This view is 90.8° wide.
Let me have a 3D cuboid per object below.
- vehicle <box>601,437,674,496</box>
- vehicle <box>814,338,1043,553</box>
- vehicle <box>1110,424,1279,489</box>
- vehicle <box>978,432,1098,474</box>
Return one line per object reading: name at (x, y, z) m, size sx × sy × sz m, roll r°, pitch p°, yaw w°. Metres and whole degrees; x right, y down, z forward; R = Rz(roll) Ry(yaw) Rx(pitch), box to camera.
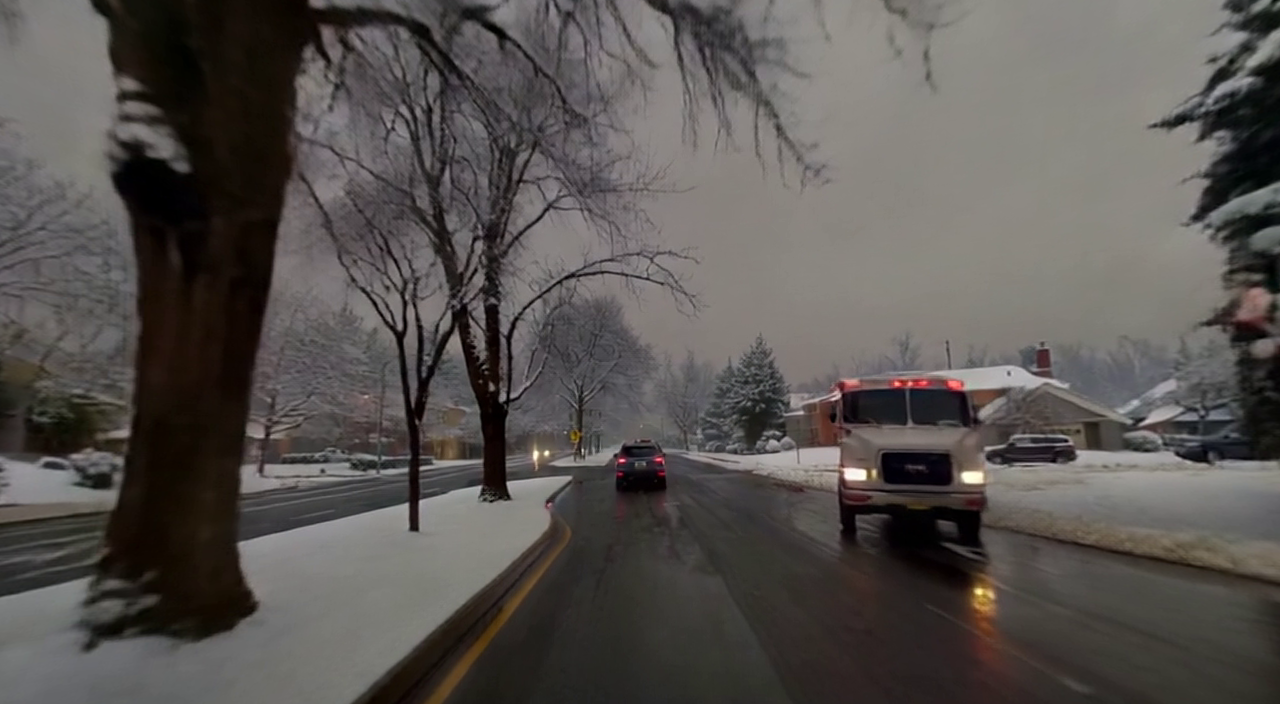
vehicle at (-0.039, 3.546, 19.953) m, size 2.106 × 1.655 × 3.717 m, roll 0°, pitch -8°, yaw 1°
vehicle at (5.169, 1.734, 11.549) m, size 2.654 × 2.824 × 5.794 m, roll -7°, pitch -10°, yaw 24°
vehicle at (17.739, 3.093, 18.893) m, size 5.559 × 1.800 × 2.055 m, roll -3°, pitch -9°, yaw 28°
vehicle at (19.634, 5.010, 31.287) m, size 4.598 × 1.702 × 2.027 m, roll -13°, pitch -14°, yaw 38°
